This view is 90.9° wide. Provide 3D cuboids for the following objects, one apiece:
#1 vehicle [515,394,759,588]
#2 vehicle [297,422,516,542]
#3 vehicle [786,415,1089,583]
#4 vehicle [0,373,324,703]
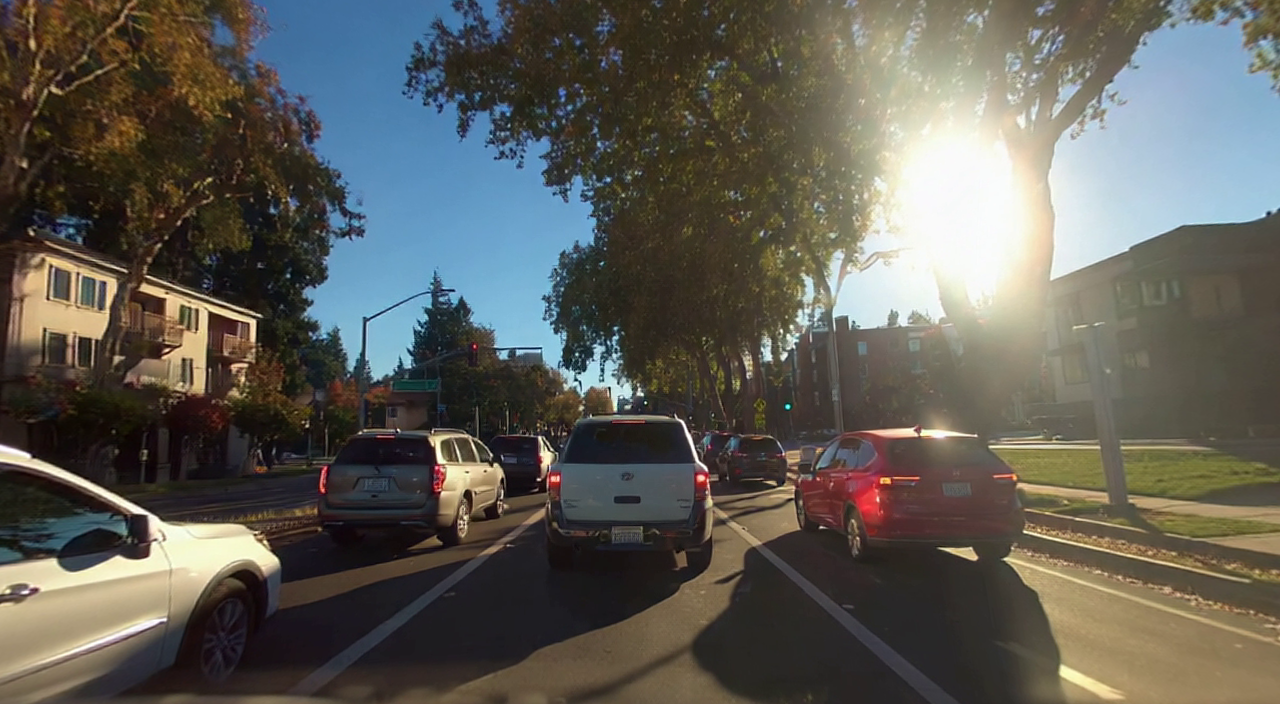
[{"bbox_3d":[-0.013,1.551,7.774,2.193,1.744,4.033,0,-8,0],"label":"vehicle"},{"bbox_3d":[-3.655,2.115,10.921,2.042,1.641,4.314,0,-8,1],"label":"vehicle"},{"bbox_3d":[3.263,1.664,7.871,1.922,1.579,3.642,0,-8,-1],"label":"vehicle"},{"bbox_3d":[-3.784,0.997,3.307,1.929,1.641,4.193,0,-8,2],"label":"vehicle"}]
